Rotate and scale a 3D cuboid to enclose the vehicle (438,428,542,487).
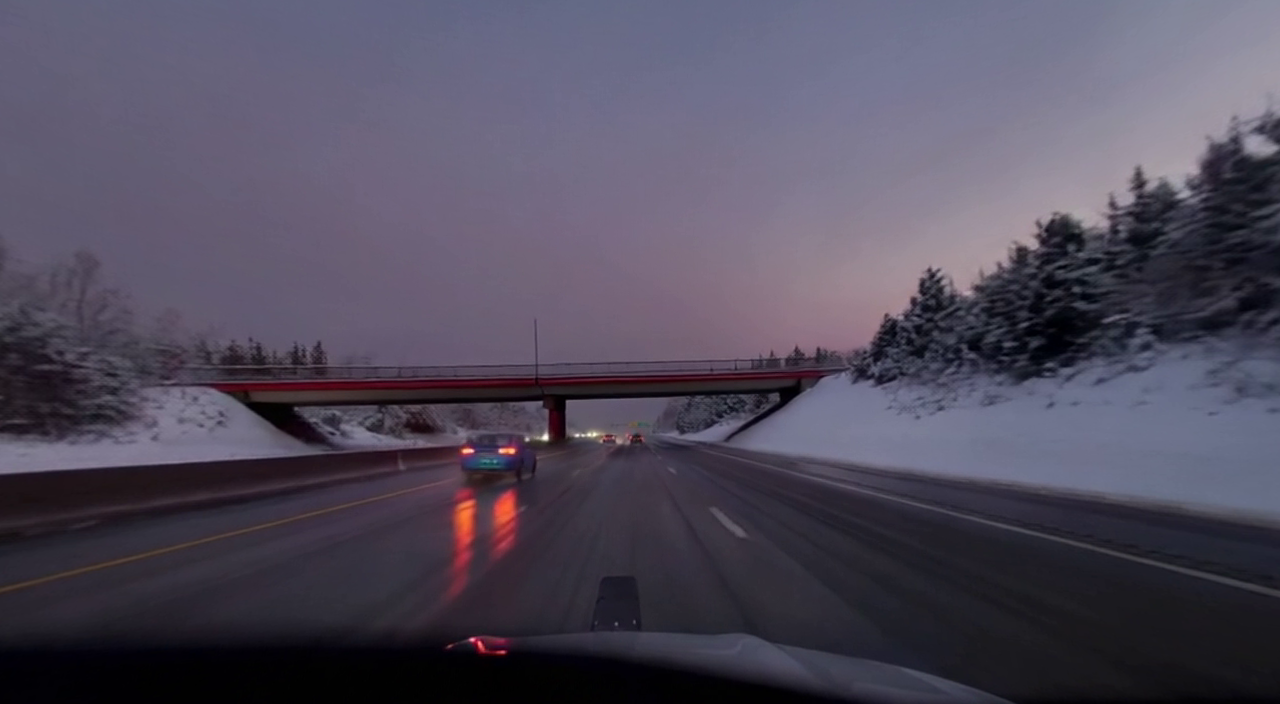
[{"bbox_3d":[-4.324,3.097,18.976,2.074,1.535,4.437,0,-8,0],"label":"vehicle"}]
